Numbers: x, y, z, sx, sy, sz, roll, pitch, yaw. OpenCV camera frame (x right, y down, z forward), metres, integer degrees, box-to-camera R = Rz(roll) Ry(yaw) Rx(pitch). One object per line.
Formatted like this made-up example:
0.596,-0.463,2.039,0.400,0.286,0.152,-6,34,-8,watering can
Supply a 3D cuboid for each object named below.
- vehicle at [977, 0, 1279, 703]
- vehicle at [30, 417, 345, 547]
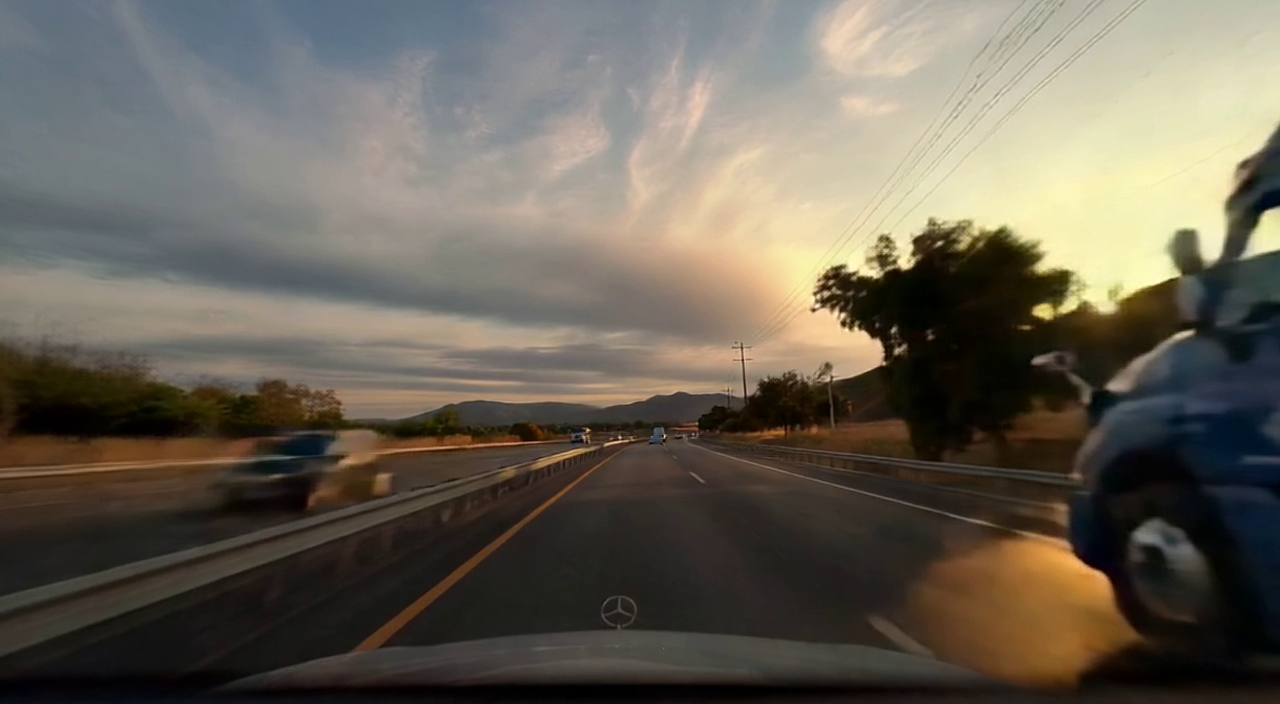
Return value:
4.110,-0.367,1.467,2.979,4.151,6.405,0,-8,0,vehicle
-6.908,1.988,10.366,2.184,1.670,4.163,0,-8,-3,vehicle
